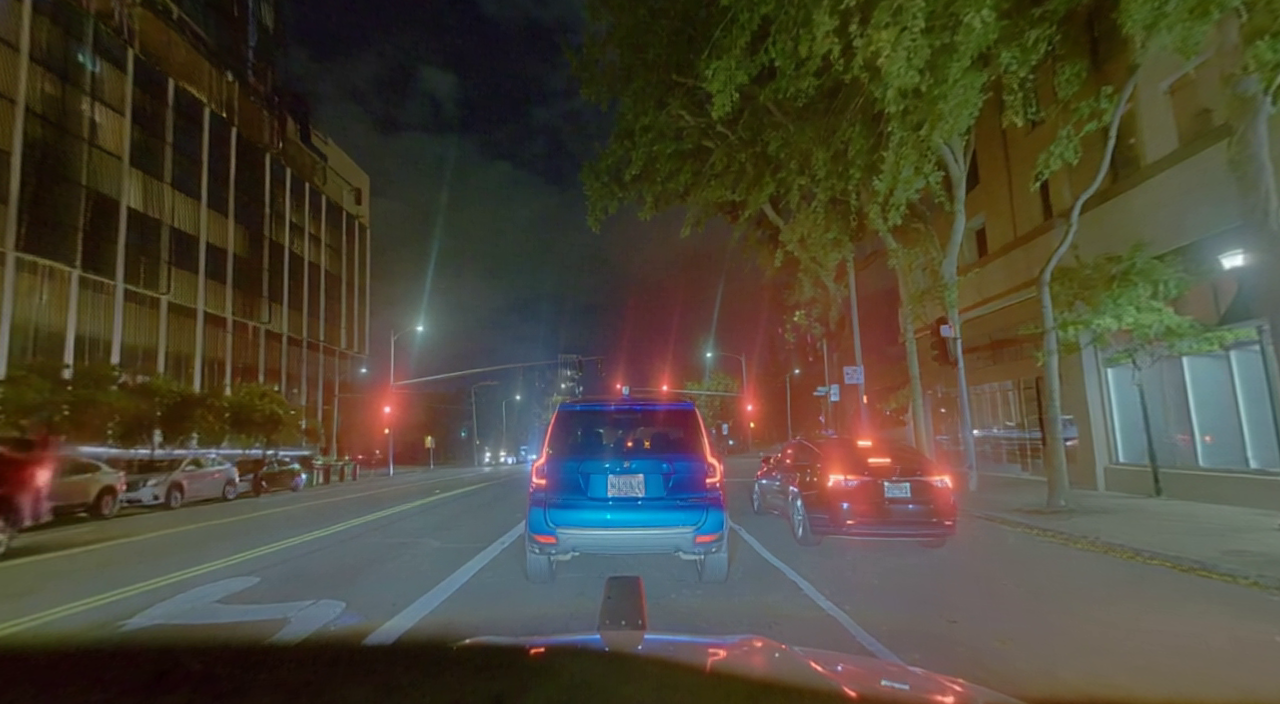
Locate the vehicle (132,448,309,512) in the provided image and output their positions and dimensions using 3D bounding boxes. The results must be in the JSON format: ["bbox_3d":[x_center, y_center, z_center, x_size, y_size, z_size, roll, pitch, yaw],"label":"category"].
[{"bbox_3d":[-12.461,3.782,19.160,2.207,1.648,4.675,0,-8,-1],"label":"vehicle"}]

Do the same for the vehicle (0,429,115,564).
[{"bbox_3d":[-9.282,1.789,7.594,2.054,1.722,4.292,0,-8,1],"label":"vehicle"}]

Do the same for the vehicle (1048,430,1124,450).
[{"bbox_3d":[35.506,7.040,49.946,5.224,1.515,2.164,3,-9,-18],"label":"vehicle"}]

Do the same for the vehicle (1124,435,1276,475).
[{"bbox_3d":[22.104,4.060,24.998,4.055,1.469,1.848,-4,-9,26],"label":"vehicle"}]

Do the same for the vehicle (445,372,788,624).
[{"bbox_3d":[-0.159,1.363,6.757,2.453,1.816,4.300,0,-8,0],"label":"vehicle"}]

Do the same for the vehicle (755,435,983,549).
[{"bbox_3d":[3.289,2.086,10.074,2.056,1.422,4.130,0,-8,-1],"label":"vehicle"}]
